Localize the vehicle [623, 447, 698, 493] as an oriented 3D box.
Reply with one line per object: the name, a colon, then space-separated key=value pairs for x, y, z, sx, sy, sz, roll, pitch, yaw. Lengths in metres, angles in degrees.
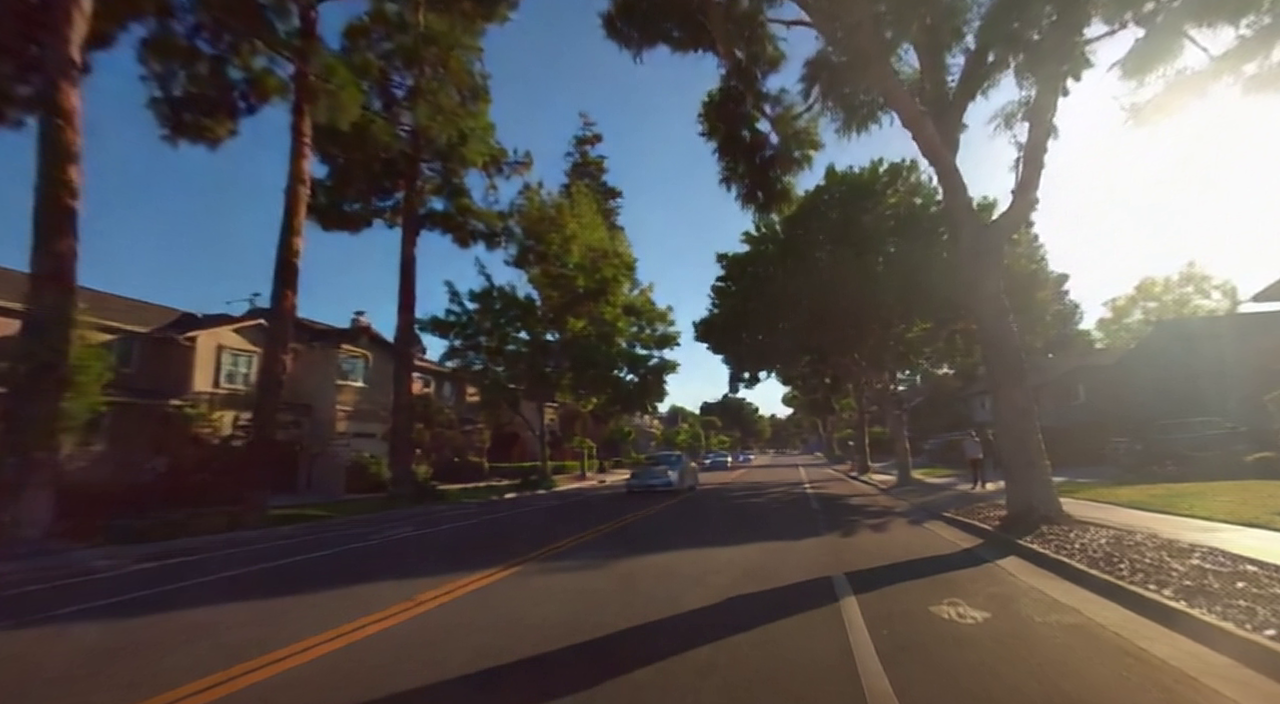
vehicle: x=0.885 y=4.333 z=23.622 sx=1.906 sy=1.498 sz=4.222 roll=-2 pitch=-8 yaw=15

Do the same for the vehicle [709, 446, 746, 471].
vehicle: x=6.542 y=7.852 z=46.708 sx=2.167 sy=1.691 sz=4.755 roll=-2 pitch=-8 yaw=15
